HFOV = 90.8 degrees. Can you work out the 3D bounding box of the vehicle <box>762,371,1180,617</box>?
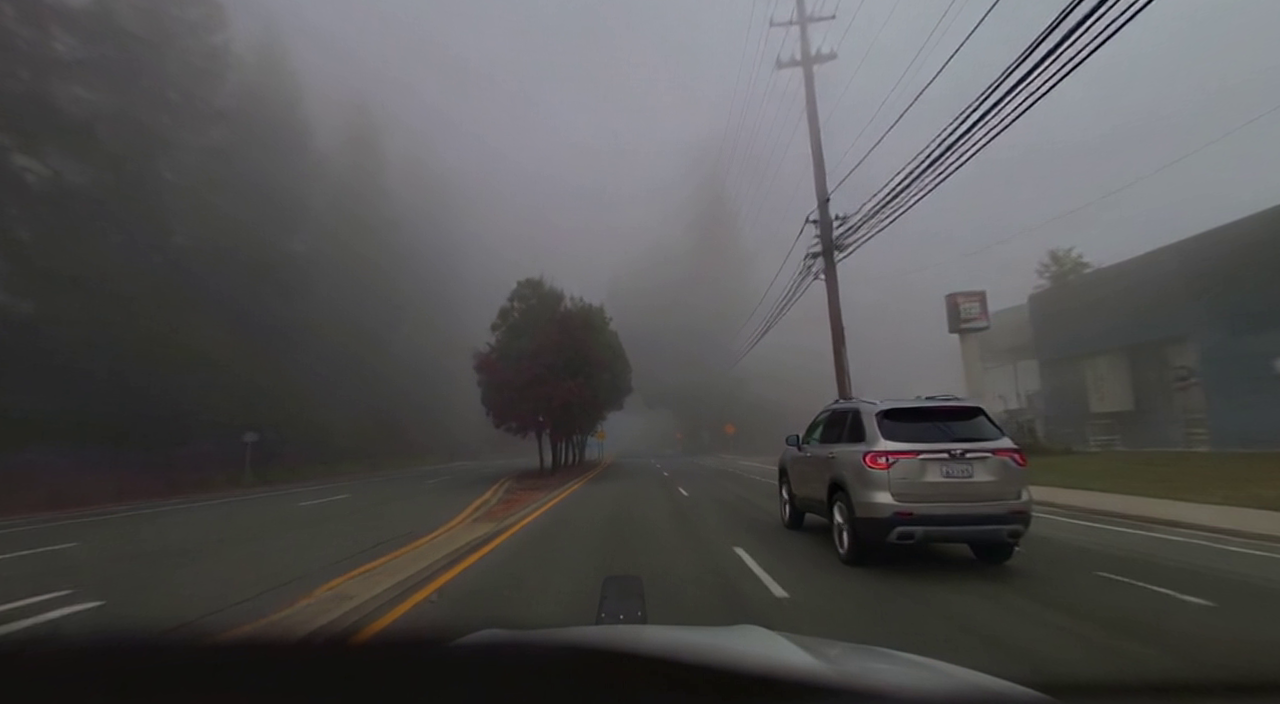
[{"bbox_3d":[2.931,1.400,7.142,2.060,1.820,4.713,0,-9,-1],"label":"vehicle"}]
